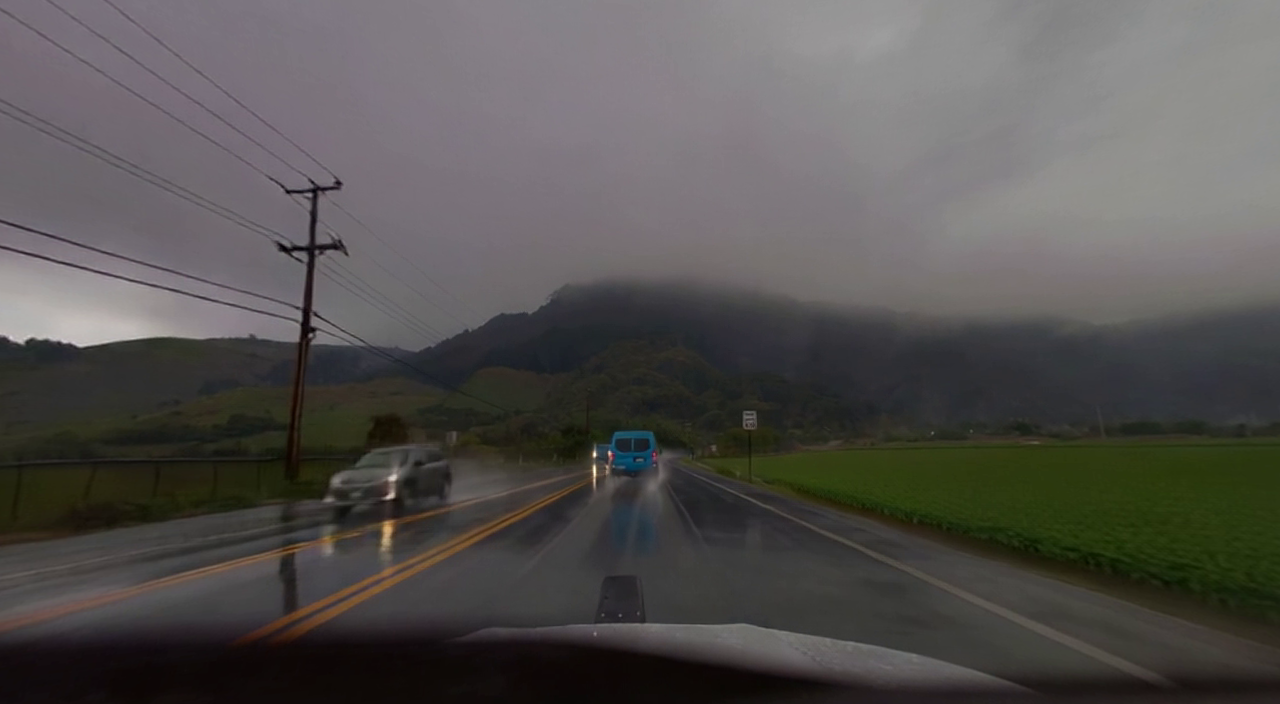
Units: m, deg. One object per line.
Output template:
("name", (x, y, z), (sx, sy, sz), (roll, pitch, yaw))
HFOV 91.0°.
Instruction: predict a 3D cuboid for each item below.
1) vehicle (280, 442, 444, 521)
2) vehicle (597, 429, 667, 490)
("vehicle", (-7.191, 3.367, 16.946), (2.120, 1.804, 4.392), (-1, -9, 5))
("vehicle", (-0.246, 4.138, 24.497), (2.454, 2.144, 4.535), (0, -9, 1))
